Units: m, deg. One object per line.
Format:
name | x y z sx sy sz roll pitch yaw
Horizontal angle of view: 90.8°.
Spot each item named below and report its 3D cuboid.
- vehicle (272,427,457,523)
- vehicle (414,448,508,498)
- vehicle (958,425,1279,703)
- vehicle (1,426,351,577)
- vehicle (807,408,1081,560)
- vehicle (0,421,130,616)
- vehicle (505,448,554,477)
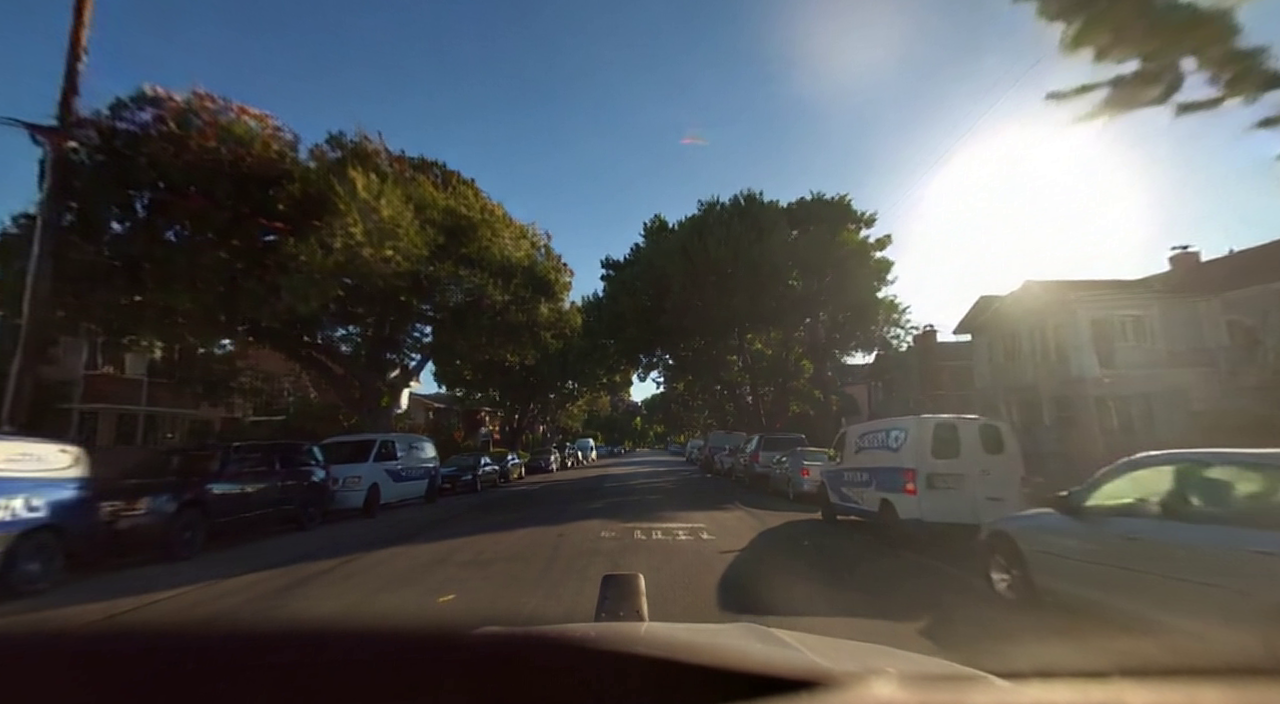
vehicle | -6.760 3.057 16.491 2.085 1.997 5.755 -2 -8 2
vehicle | -6.312 4.287 22.865 1.840 1.476 4.739 -2 -8 3
vehicle | 4.241 1.236 4.060 1.845 1.475 4.997 0 -9 1
vehicle | -7.056 2.290 10.624 1.891 1.780 5.240 -3 -9 1
vehicle | 4.369 1.990 10.311 1.985 1.819 5.163 0 -9 1
vehicle | -7.056 1.323 4.280 1.965 1.797 6.086 -3 -10 2
vehicle | -6.282 6.333 36.514 1.869 1.467 4.921 -1 -9 1
